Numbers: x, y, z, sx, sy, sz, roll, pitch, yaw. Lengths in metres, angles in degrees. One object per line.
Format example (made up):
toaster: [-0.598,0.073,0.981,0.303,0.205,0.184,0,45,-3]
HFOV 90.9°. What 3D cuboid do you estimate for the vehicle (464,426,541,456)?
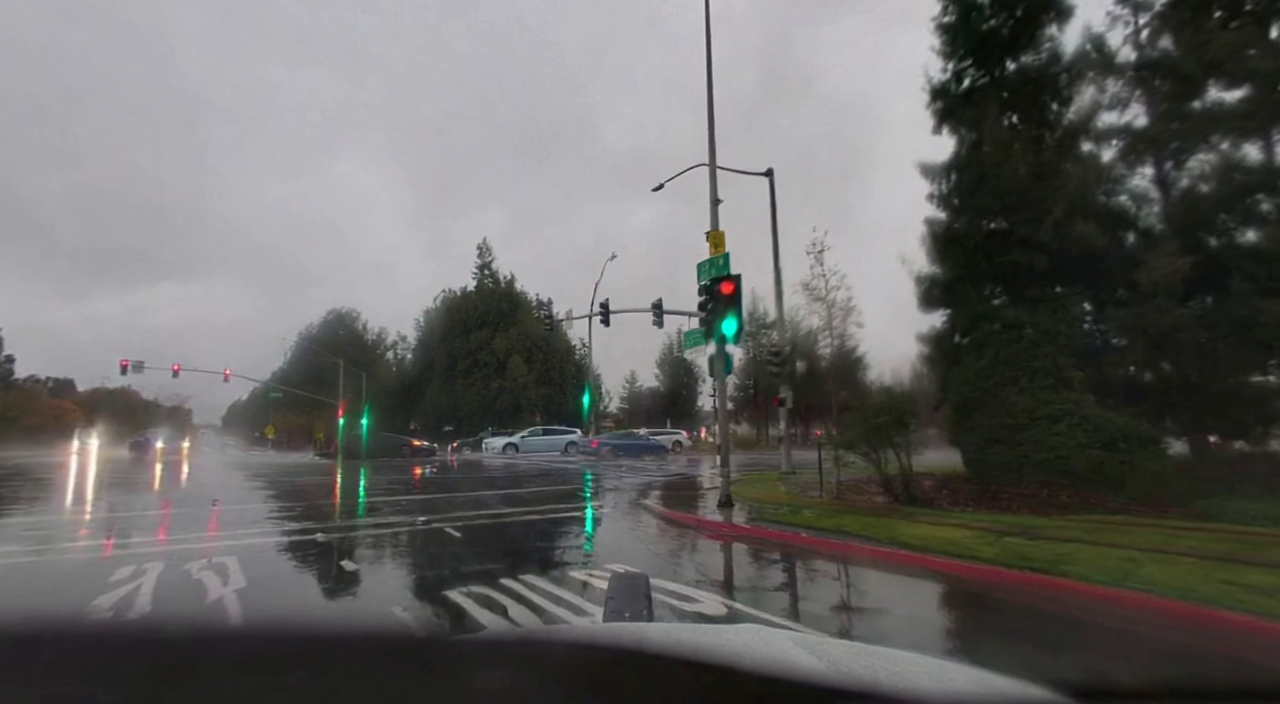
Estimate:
vehicle: [-8.608,5.604,39.668,4.360,1.749,1.895,7,-11,-40]

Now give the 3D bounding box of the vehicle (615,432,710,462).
vehicle: [1.252,4.990,33.356,5.032,1.473,1.827,6,-10,-37]

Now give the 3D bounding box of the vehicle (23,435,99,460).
vehicle: [-43.624,7.186,47.488,5.332,1.807,2.450,-5,-9,28]

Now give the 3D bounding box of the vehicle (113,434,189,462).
vehicle: [-26.659,5.208,34.299,4.686,1.425,2.018,-7,-10,37]

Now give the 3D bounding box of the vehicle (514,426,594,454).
vehicle: [-5.144,5.324,38.086,4.483,1.589,1.852,6,-10,-37]

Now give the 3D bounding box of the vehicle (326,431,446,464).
vehicle: [-11.017,4.148,27.472,4.425,1.366,1.865,-1,-8,5]
